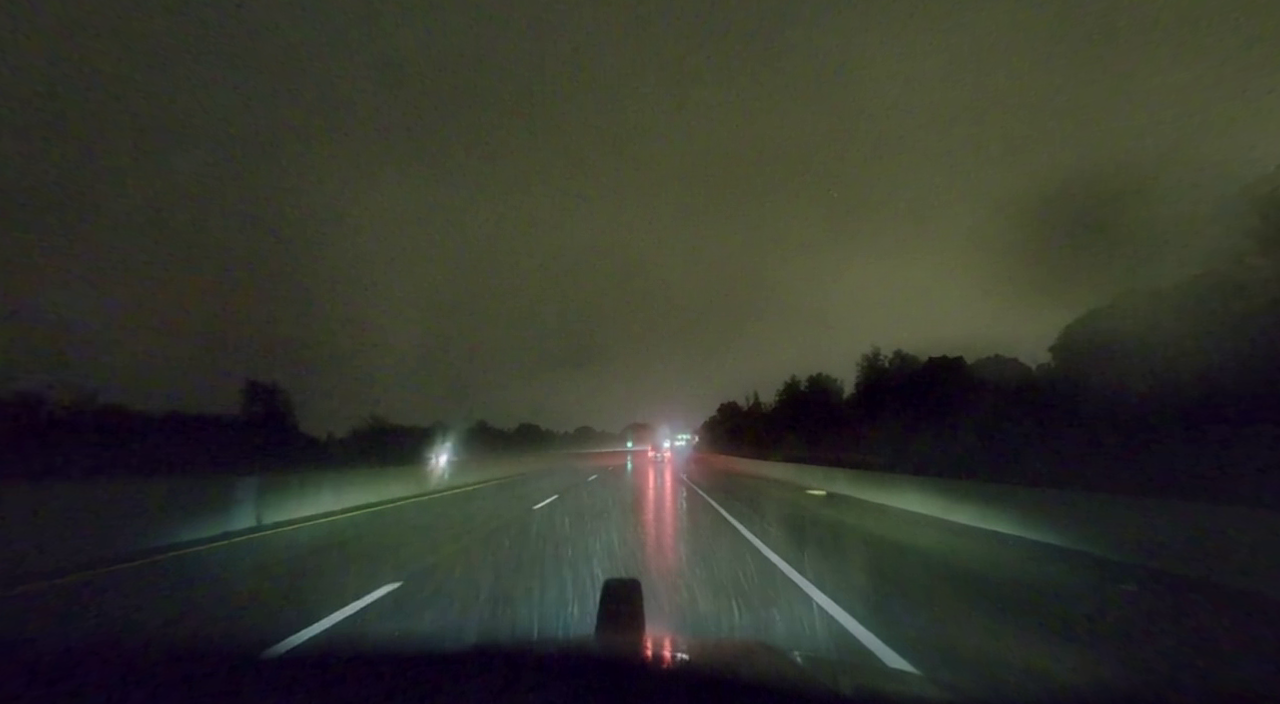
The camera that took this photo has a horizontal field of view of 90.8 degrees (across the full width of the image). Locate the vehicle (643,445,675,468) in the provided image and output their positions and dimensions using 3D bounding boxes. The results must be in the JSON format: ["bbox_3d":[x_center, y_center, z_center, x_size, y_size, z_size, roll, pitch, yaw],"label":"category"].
[{"bbox_3d":[1.405,7.781,46.988,2.221,1.603,4.149,-1,-9,2],"label":"vehicle"}]
